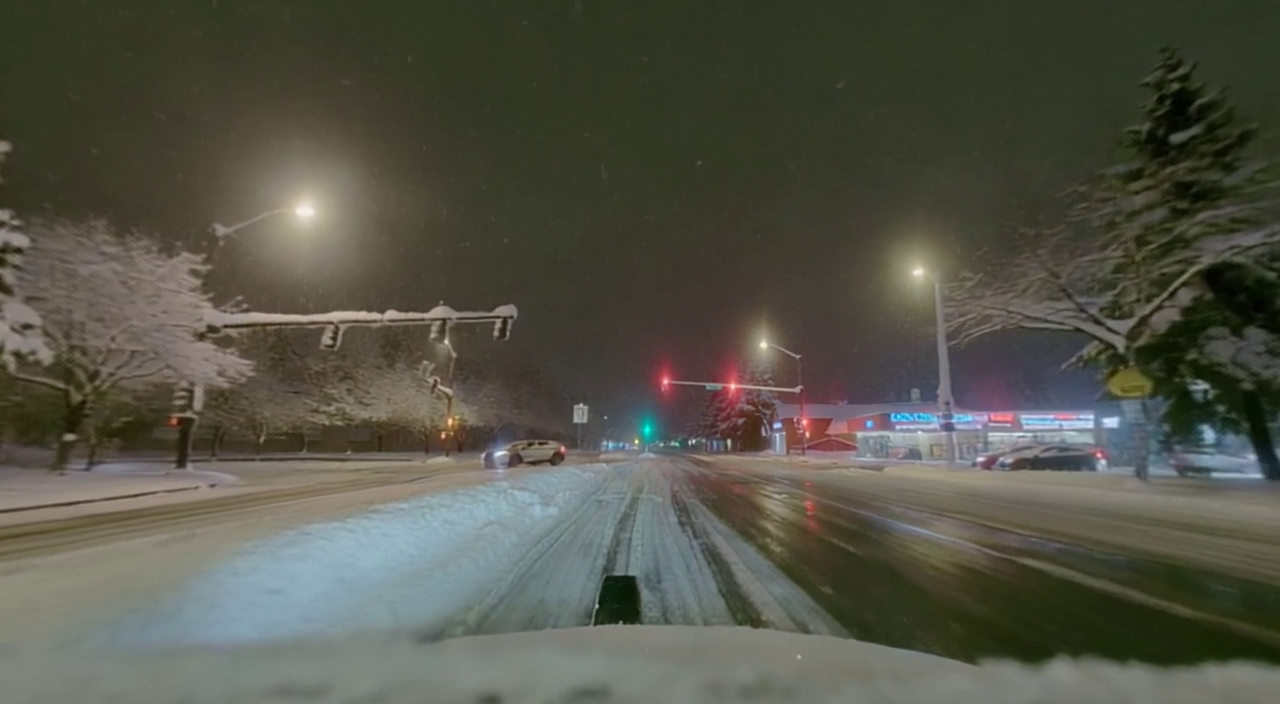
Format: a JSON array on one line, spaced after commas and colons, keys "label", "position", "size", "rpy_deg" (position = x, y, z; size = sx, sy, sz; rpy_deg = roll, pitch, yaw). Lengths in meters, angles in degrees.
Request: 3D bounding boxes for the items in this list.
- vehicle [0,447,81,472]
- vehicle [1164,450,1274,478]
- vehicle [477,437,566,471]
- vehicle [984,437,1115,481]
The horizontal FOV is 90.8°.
[{"label": "vehicle", "position": [-44.311, 7.892, 46.542], "size": [4.275, 1.724, 1.979], "rpy_deg": [0, -9, 0]}, {"label": "vehicle", "position": [36.424, 7.021, 39.905], "size": [1.868, 1.566, 4.647], "rpy_deg": [5, -10, -29]}, {"label": "vehicle", "position": [-6.305, 5.481, 33.986], "size": [4.408, 1.728, 2.010], "rpy_deg": [0, -8, 0]}, {"label": "vehicle", "position": [22.703, 5.931, 35.323], "size": [2.195, 2.201, 5.616], "rpy_deg": [5, -10, -28]}]
